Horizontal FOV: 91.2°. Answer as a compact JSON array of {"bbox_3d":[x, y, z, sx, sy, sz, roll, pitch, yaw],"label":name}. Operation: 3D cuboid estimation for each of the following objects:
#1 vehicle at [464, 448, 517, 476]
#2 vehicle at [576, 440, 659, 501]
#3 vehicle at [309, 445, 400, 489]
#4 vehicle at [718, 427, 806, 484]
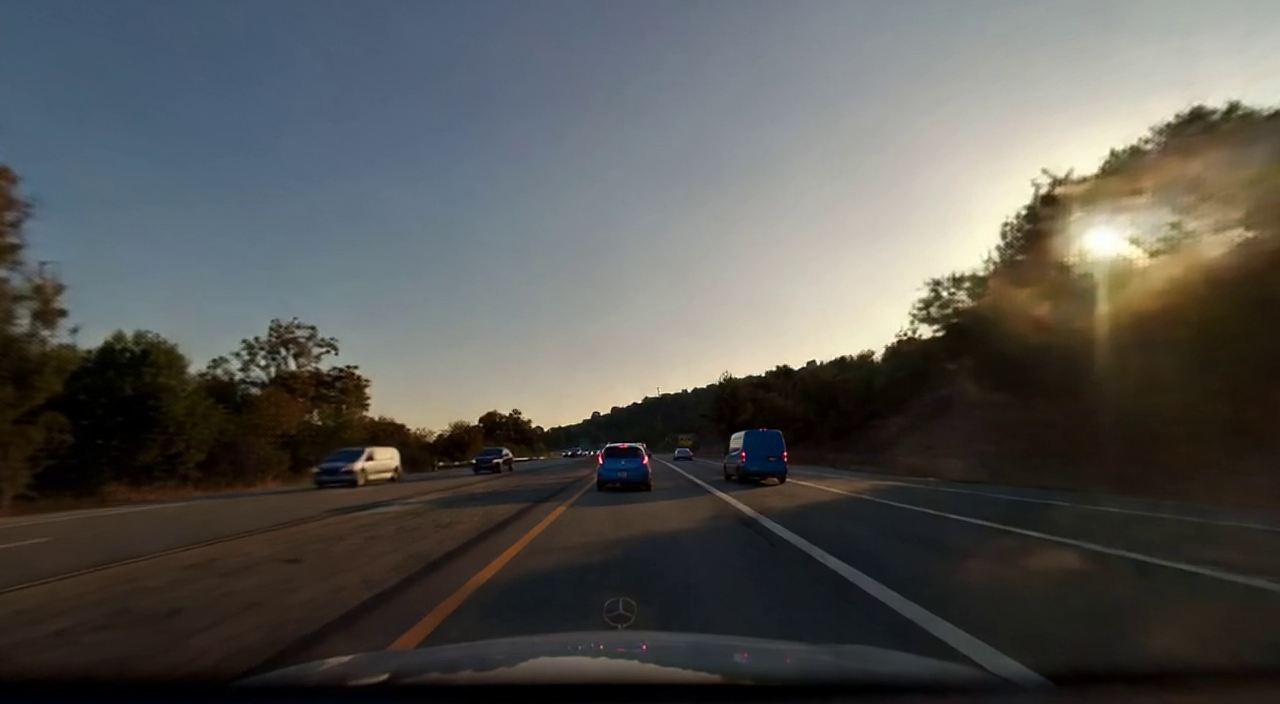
[{"bbox_3d":[-8.563,6.314,36.233,1.989,1.524,4.405,0,-9,0],"label":"vehicle"},{"bbox_3d":[-0.559,3.211,17.319,2.029,1.483,3.769,0,-9,0],"label":"vehicle"},{"bbox_3d":[-12.606,5.077,28.015,1.979,1.807,4.353,0,-9,0],"label":"vehicle"},{"bbox_3d":[4.488,3.920,23.909,2.261,1.952,4.784,0,-9,-1],"label":"vehicle"}]
